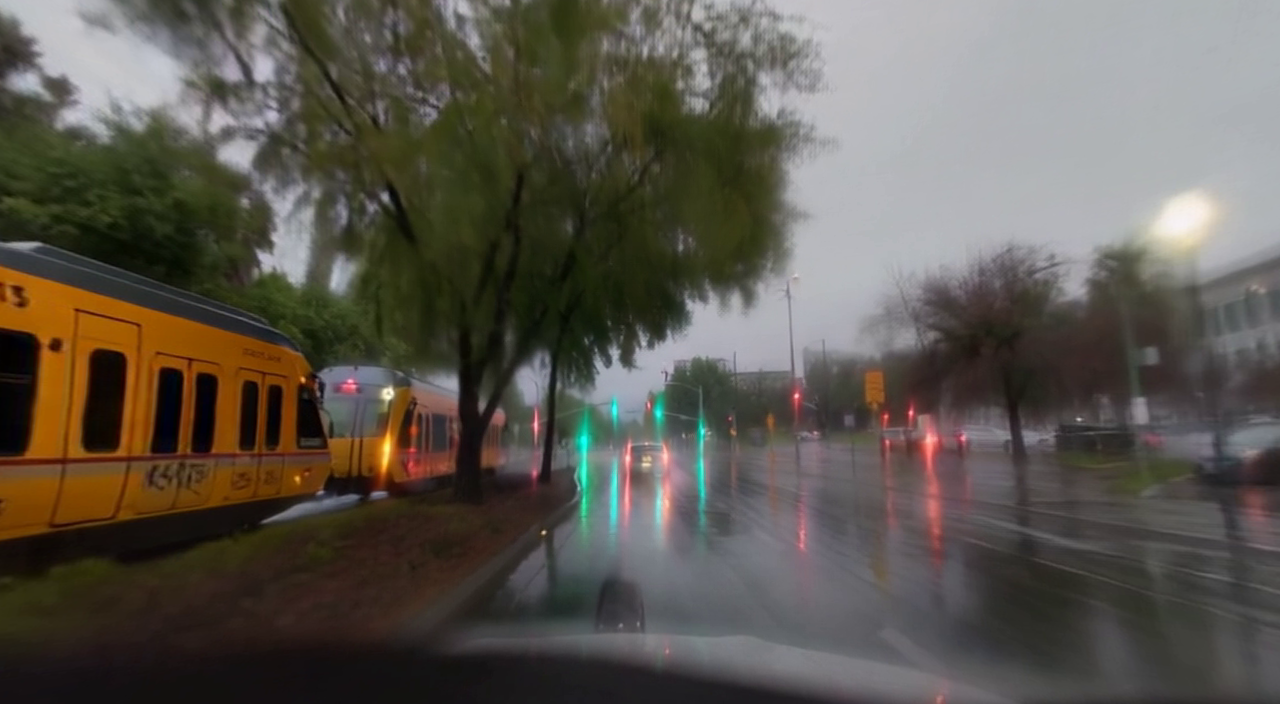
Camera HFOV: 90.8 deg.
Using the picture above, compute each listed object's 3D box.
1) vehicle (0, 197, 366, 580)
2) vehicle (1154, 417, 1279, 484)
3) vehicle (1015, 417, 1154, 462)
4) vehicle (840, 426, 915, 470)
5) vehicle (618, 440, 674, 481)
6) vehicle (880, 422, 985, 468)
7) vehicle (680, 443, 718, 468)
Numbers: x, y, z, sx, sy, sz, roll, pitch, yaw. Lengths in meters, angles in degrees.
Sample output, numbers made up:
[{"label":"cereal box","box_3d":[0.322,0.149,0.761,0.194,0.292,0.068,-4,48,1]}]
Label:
[{"label":"vehicle","box_3d":[-7.680,0.507,7.370,2.897,3.700,13.528,0,-7,0]},{"label":"vehicle","box_3d":[15.413,2.400,15.489,1.780,1.498,4.611,0,-9,1]},{"label":"vehicle","box_3d":[19.581,3.947,28.288,2.159,1.817,5.675,0,-9,0]},{"label":"vehicle","box_3d":[13.424,5.393,36.129,2.221,2.116,5.535,1,-6,1]},{"label":"vehicle","box_3d":[0.220,4.208,24.800,2.002,1.471,4.337,0,-8,0]},{"label":"vehicle","box_3d":[13.353,4.327,29.359,2.145,1.911,5.581,0,-9,0]},{"label":"vehicle","box_3d":[3.598,6.379,39.260,1.944,1.447,4.392,0,-8,0]}]
